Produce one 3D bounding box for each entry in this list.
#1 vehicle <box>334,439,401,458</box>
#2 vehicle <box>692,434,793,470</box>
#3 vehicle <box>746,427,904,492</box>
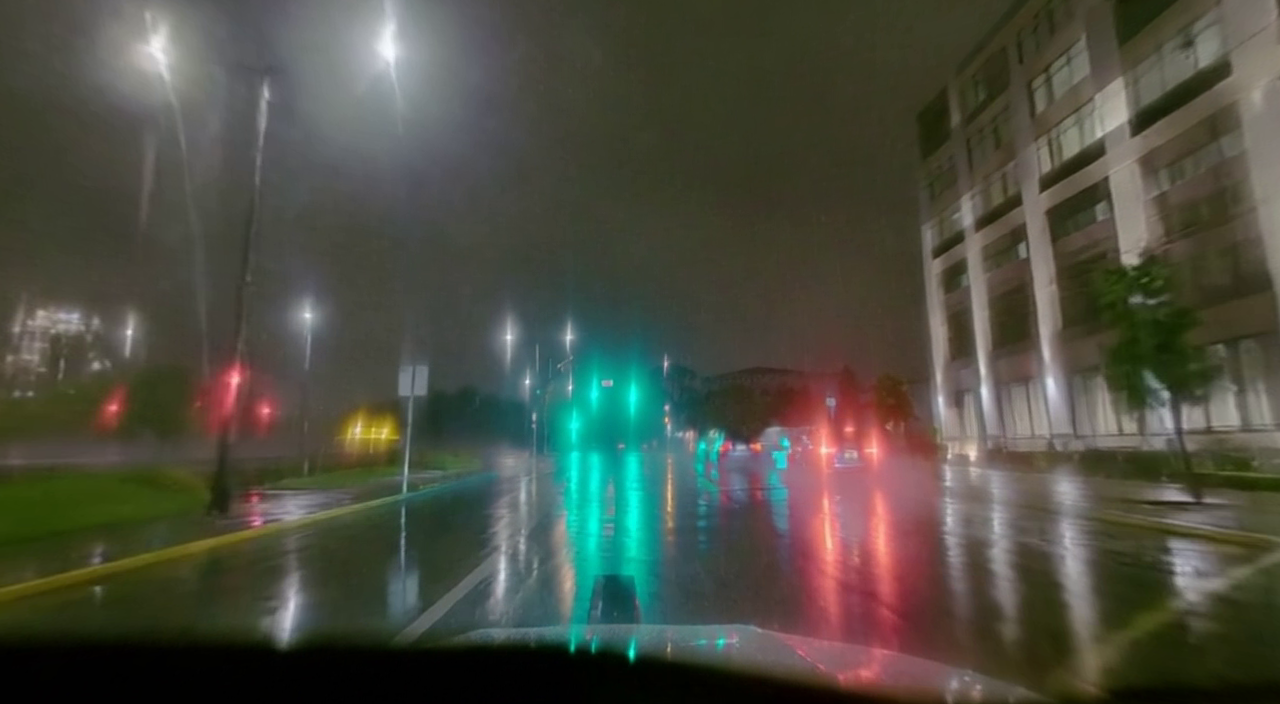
[{"bbox_3d":[-19.629,6.954,45.549,2.660,1.211,4.739,-1,-8,2],"label":"vehicle"},{"bbox_3d":[4.596,4.460,28.340,4.033,1.514,1.974,3,-9,-24],"label":"vehicle"},{"bbox_3d":[4.897,2.763,16.614,3.844,1.524,1.847,4,-9,-31],"label":"vehicle"}]
